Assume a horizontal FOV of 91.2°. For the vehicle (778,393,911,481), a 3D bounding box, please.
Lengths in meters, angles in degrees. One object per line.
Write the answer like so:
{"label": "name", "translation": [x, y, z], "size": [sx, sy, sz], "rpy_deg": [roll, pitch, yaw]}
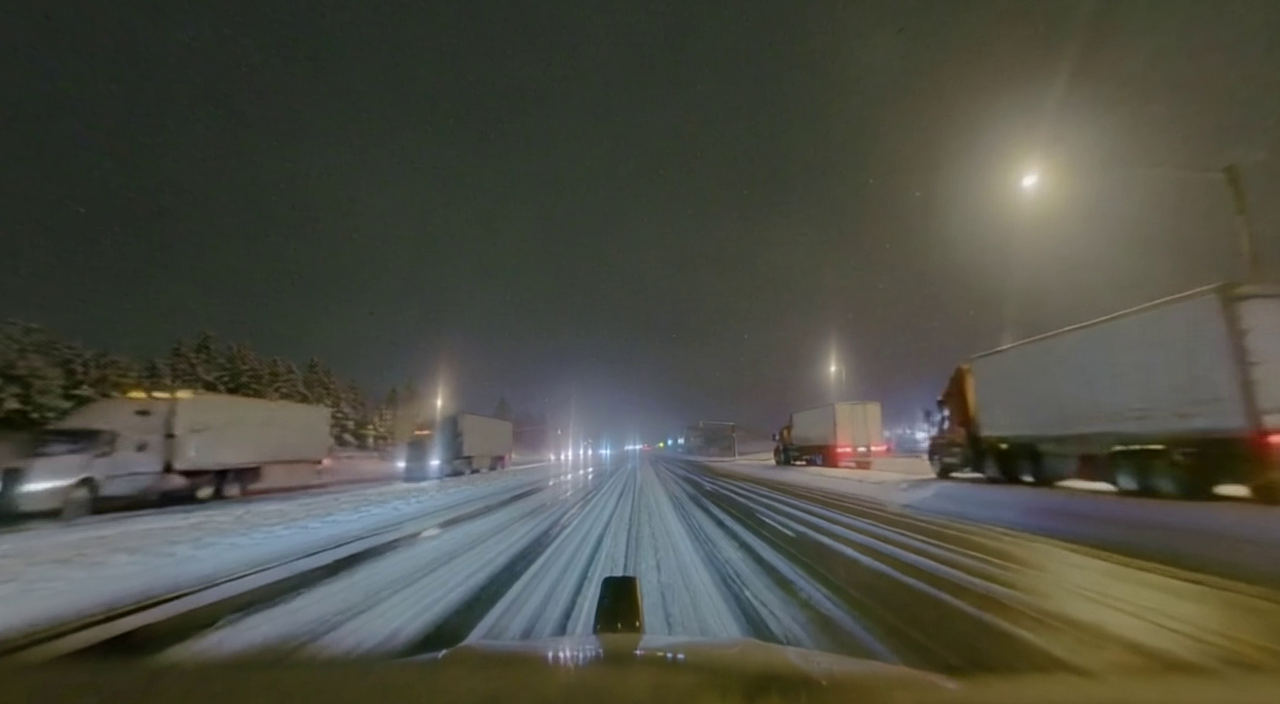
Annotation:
{"label": "vehicle", "translation": [10.998, 5.015, 36.063], "size": [2.911, 4.067, 13.916], "rpy_deg": [-1, -9, 0]}

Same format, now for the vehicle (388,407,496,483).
{"label": "vehicle", "translation": [-11.517, 5.675, 38.018], "size": [3.029, 3.881, 10.922], "rpy_deg": [0, -9, 0]}

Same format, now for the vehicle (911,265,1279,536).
{"label": "vehicle", "translation": [11.058, 1.526, 14.614], "size": [2.850, 4.038, 14.497], "rpy_deg": [0, -9, -1]}

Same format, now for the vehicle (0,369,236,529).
{"label": "vehicle", "translation": [-15.566, 2.852, 18.640], "size": [2.996, 3.975, 5.840], "rpy_deg": [-1, -9, 0]}
